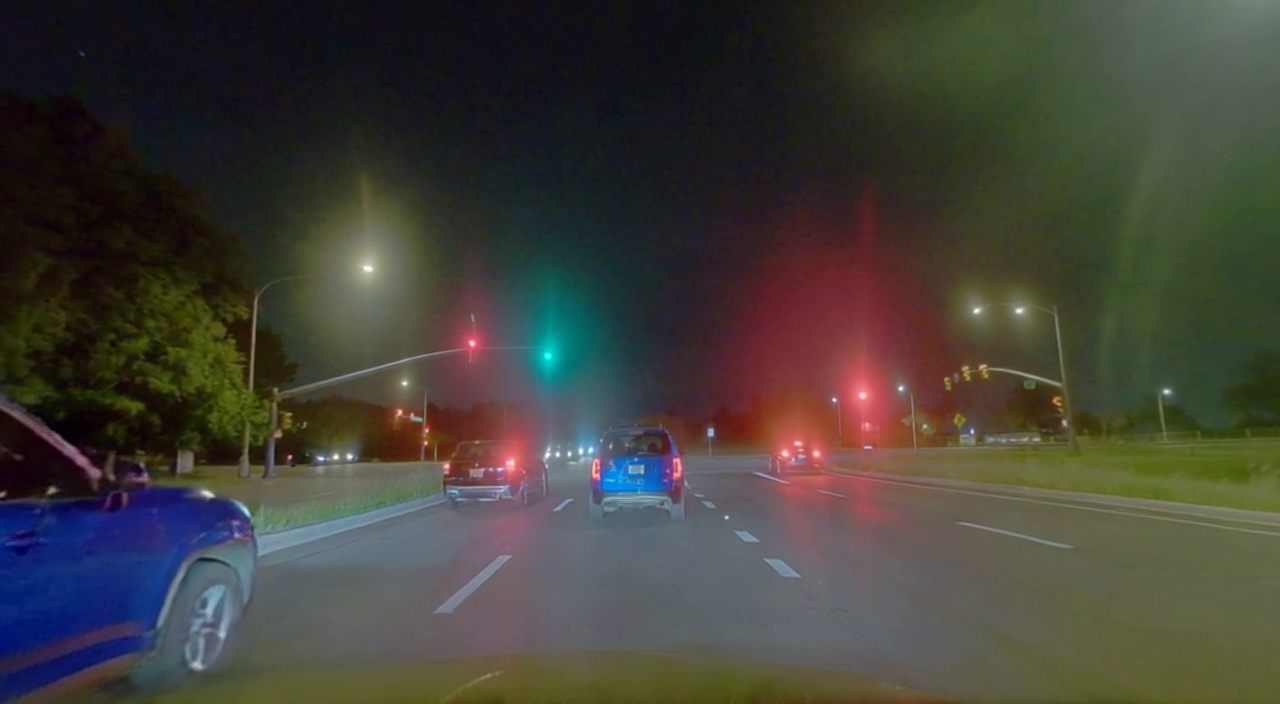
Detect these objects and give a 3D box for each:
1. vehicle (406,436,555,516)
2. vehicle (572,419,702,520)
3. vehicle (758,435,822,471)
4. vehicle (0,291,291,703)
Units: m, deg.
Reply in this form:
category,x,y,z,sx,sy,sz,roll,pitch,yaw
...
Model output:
category,x,y,z,sx,sy,sz,roll,pitch,yaw
vehicle,-3.387,2.739,14.619,2.061,1.504,5.142,0,-8,0
vehicle,-0.039,2.389,13.319,2.298,1.770,4.138,0,-8,0
vehicle,7.992,5.406,34.010,2.166,1.761,4.692,0,-8,-2
vehicle,-3.557,0.610,1.642,2.320,1.863,5.148,0,-8,0
